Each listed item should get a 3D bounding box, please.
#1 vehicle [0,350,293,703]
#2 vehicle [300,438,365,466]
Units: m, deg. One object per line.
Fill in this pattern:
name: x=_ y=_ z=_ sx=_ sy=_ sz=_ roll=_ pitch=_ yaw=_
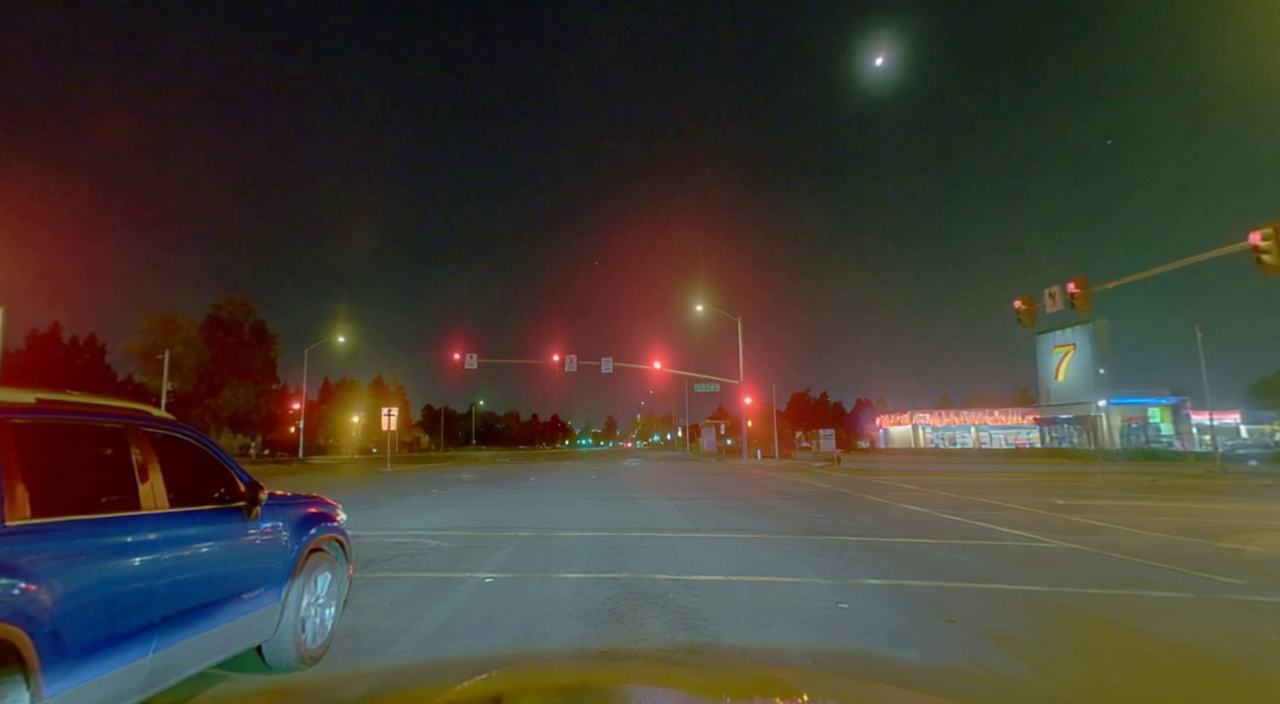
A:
vehicle: x=-3.426 y=0.800 z=2.047 sx=2.053 sy=1.690 sz=4.364 roll=0 pitch=-9 yaw=0
vehicle: x=-20.468 y=6.682 z=42.158 sx=2.004 sy=1.699 sz=4.486 roll=0 pitch=-9 yaw=1
